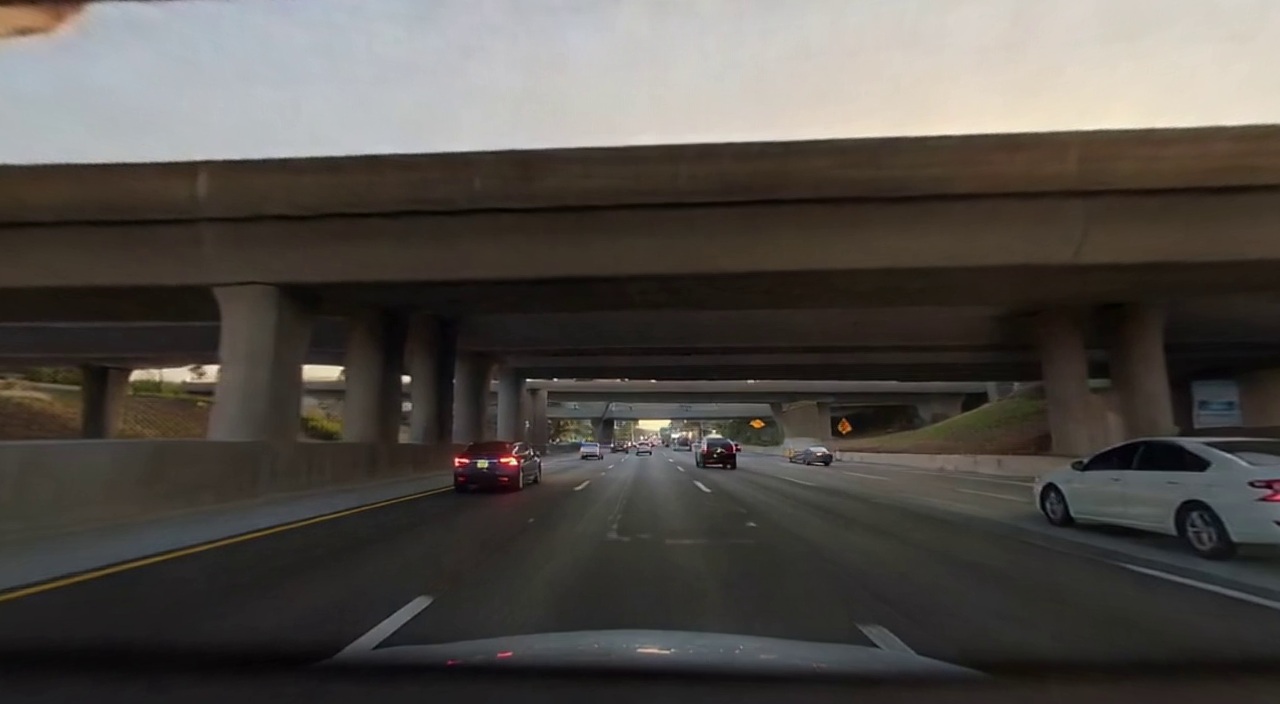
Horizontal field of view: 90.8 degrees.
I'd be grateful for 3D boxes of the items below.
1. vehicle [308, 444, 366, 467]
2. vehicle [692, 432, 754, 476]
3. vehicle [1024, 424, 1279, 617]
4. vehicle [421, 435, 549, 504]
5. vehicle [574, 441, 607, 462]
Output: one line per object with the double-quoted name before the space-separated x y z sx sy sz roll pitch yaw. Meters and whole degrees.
"vehicle" -20.711 7.098 43.319 1.938 1.474 4.445 0 -8 -3
"vehicle" 3.503 4.411 27.460 2.072 1.761 4.242 0 -8 -1
"vehicle" 5.970 1.470 6.012 1.989 1.472 4.322 0 -8 2
"vehicle" -3.743 2.926 16.220 1.997 1.476 4.703 0 -8 1
"vehicle" -3.626 7.398 47.177 2.047 1.464 4.387 0 -8 1
